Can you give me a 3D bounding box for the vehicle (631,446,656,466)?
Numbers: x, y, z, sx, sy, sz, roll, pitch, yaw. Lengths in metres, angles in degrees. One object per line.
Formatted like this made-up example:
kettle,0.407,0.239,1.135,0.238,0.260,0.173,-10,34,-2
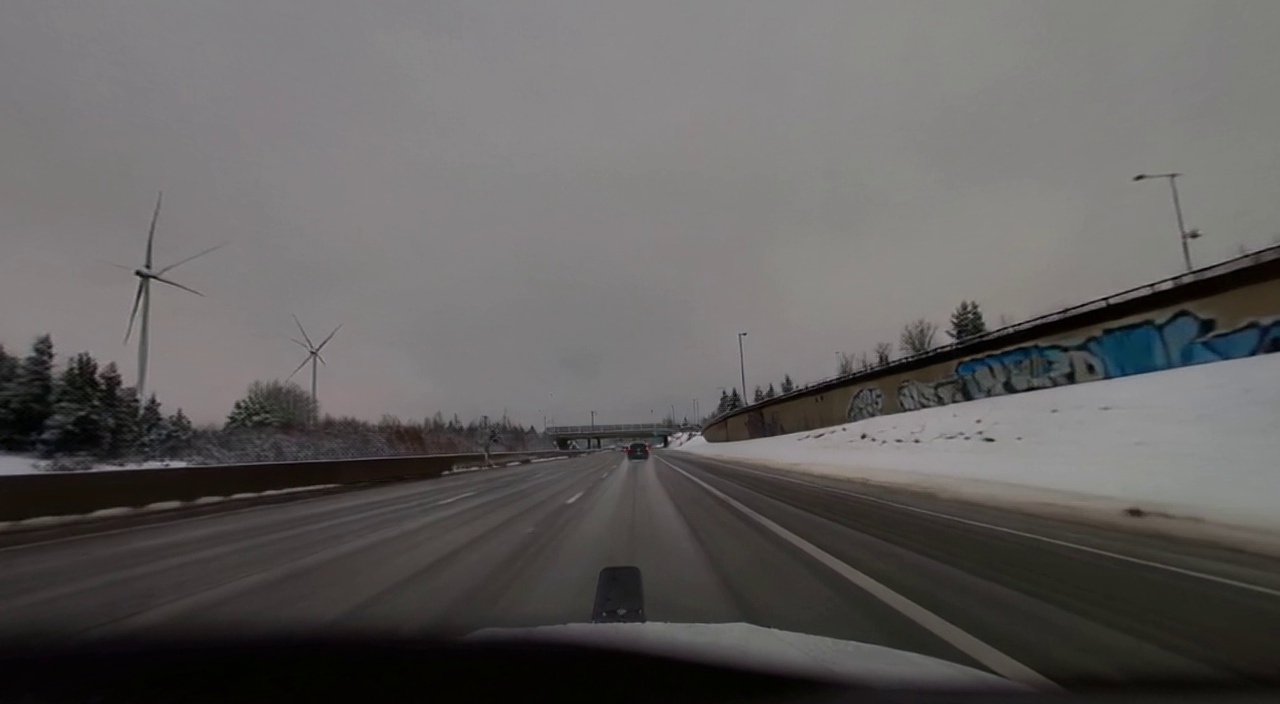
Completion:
vehicle,0.269,8.110,49.126,1.870,1.481,4.234,0,-9,-1
